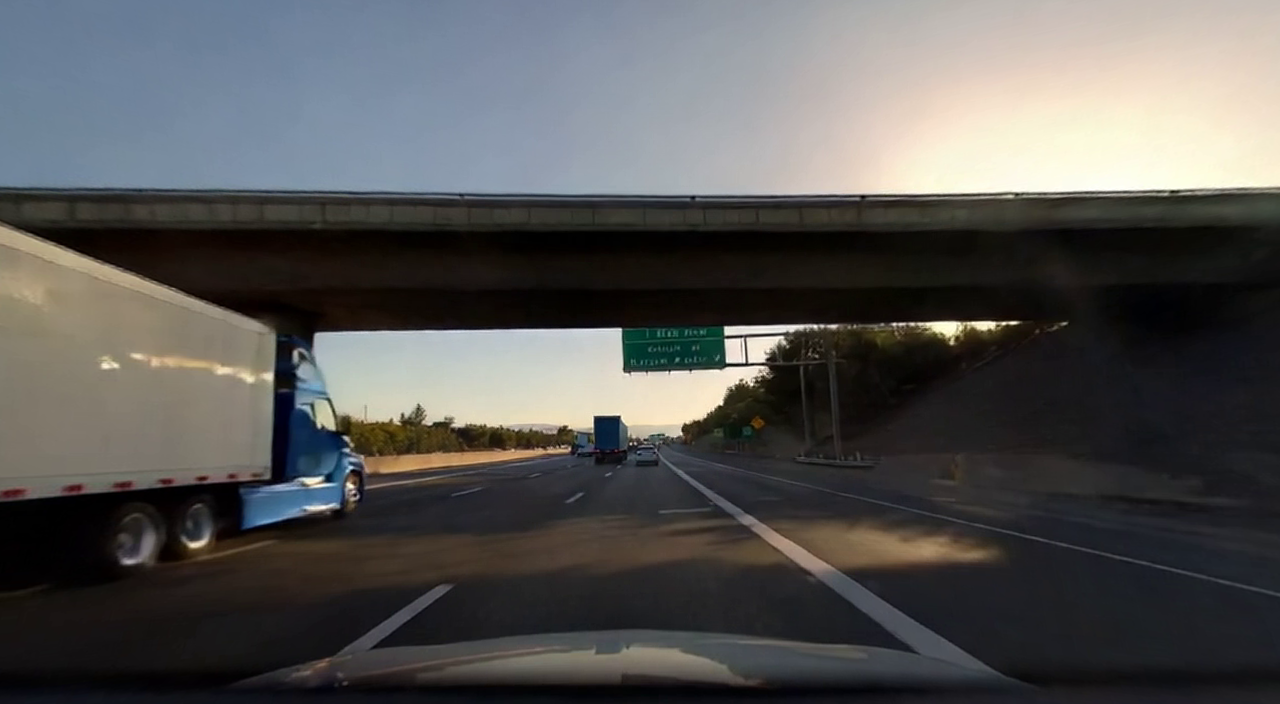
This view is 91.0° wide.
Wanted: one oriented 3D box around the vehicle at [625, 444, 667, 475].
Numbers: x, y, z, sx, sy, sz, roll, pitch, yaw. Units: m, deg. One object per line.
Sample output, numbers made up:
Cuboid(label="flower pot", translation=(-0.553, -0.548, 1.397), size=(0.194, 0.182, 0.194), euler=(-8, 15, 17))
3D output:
Cuboid(label="vehicle", translation=(0.274, 5.589, 32.900), size=(2.066, 1.469, 4.050), euler=(0, -9, -1))

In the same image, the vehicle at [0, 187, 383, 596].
Cuboid(label="vehicle", translation=(-7.506, 0.799, 8.674), size=(3.067, 3.804, 11.136), euler=(0, -9, 1))
